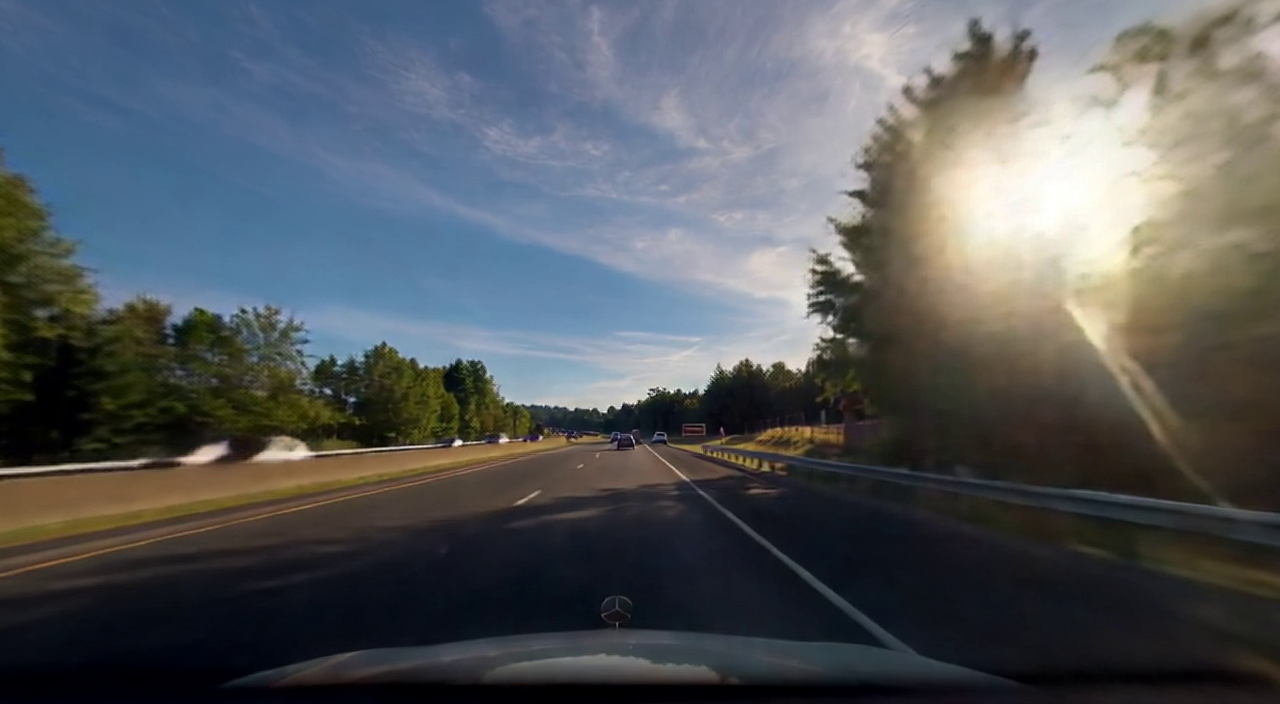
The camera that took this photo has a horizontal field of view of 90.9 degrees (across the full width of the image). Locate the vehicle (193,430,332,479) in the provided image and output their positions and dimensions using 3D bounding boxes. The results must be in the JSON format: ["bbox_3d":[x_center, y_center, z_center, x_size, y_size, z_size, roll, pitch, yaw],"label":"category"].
[{"bbox_3d":[-12.828,3.484,21.850,1.981,1.511,4.613,0,-8,-1],"label":"vehicle"}]
